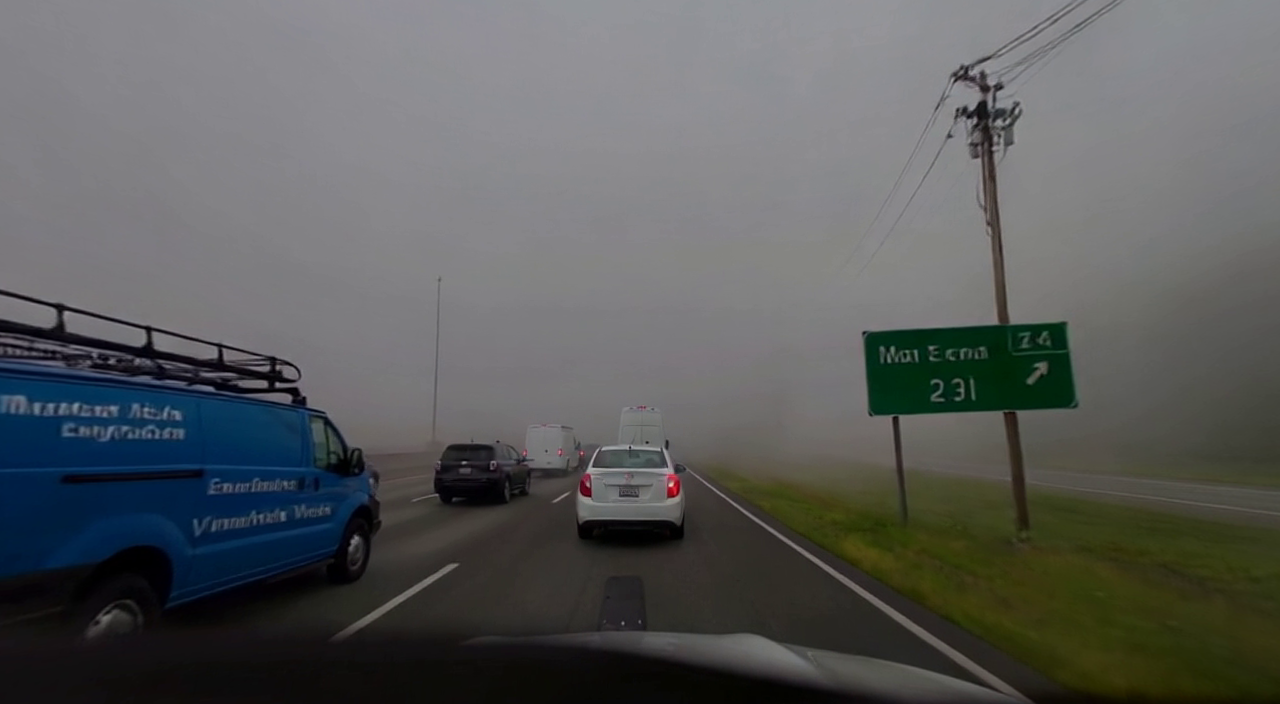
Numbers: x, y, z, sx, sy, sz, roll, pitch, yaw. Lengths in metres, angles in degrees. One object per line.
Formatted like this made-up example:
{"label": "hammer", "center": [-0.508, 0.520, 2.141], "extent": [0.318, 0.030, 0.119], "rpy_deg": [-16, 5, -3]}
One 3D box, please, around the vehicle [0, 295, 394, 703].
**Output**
{"label": "vehicle", "center": [-3.871, 1.009, 4.638], "extent": [2.142, 1.952, 4.556], "rpy_deg": [0, -8, 1]}

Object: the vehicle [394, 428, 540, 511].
{"label": "vehicle", "center": [-3.869, 2.720, 15.019], "extent": [2.114, 1.657, 4.432], "rpy_deg": [0, -8, 2]}

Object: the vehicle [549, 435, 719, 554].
{"label": "vehicle", "center": [-0.061, 2.033, 9.703], "extent": [2.054, 1.421, 4.090], "rpy_deg": [0, -8, 0]}
